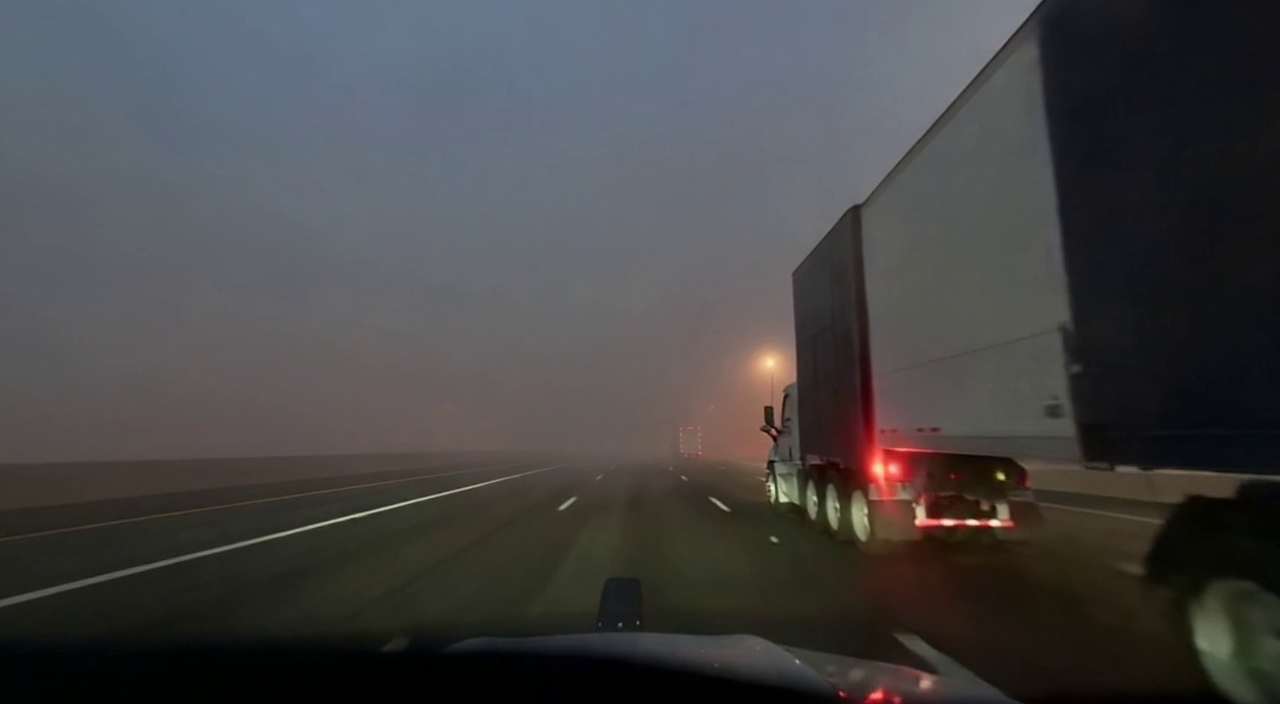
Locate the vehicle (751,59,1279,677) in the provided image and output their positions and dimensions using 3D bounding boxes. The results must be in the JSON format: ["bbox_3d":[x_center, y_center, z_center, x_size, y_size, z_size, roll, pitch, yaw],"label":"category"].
[{"bbox_3d":[3.590,0.581,8.007,2.998,3.820,8.356,0,-8,1],"label":"vehicle"}]
